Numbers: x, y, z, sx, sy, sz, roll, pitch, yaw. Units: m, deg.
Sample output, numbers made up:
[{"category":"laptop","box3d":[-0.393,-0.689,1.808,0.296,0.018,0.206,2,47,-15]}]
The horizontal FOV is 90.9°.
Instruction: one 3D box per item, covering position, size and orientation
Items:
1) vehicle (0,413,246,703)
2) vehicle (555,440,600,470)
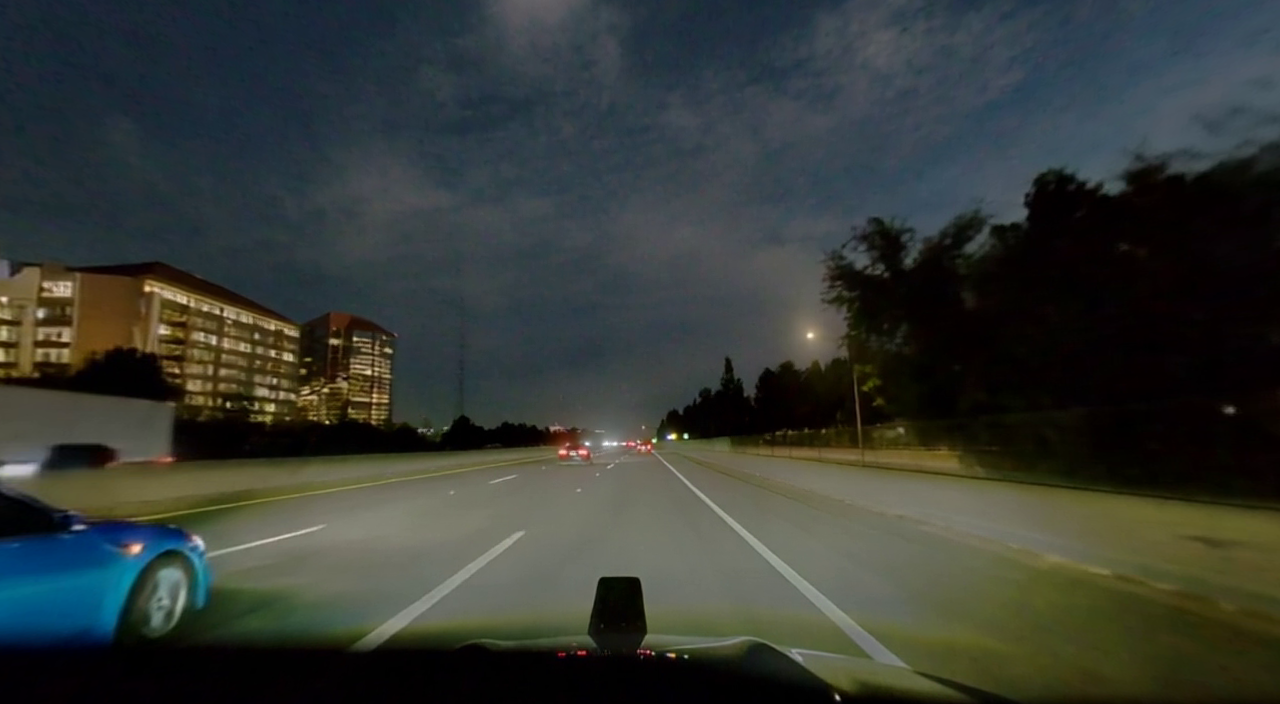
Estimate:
[{"category":"vehicle","box3d":[-4.136,0.987,2.683,2.083,1.471,4.350,0,-8,0]},{"category":"vehicle","box3d":[-3.232,5.446,33.582,1.926,1.464,4.186,0,-8,0]}]
